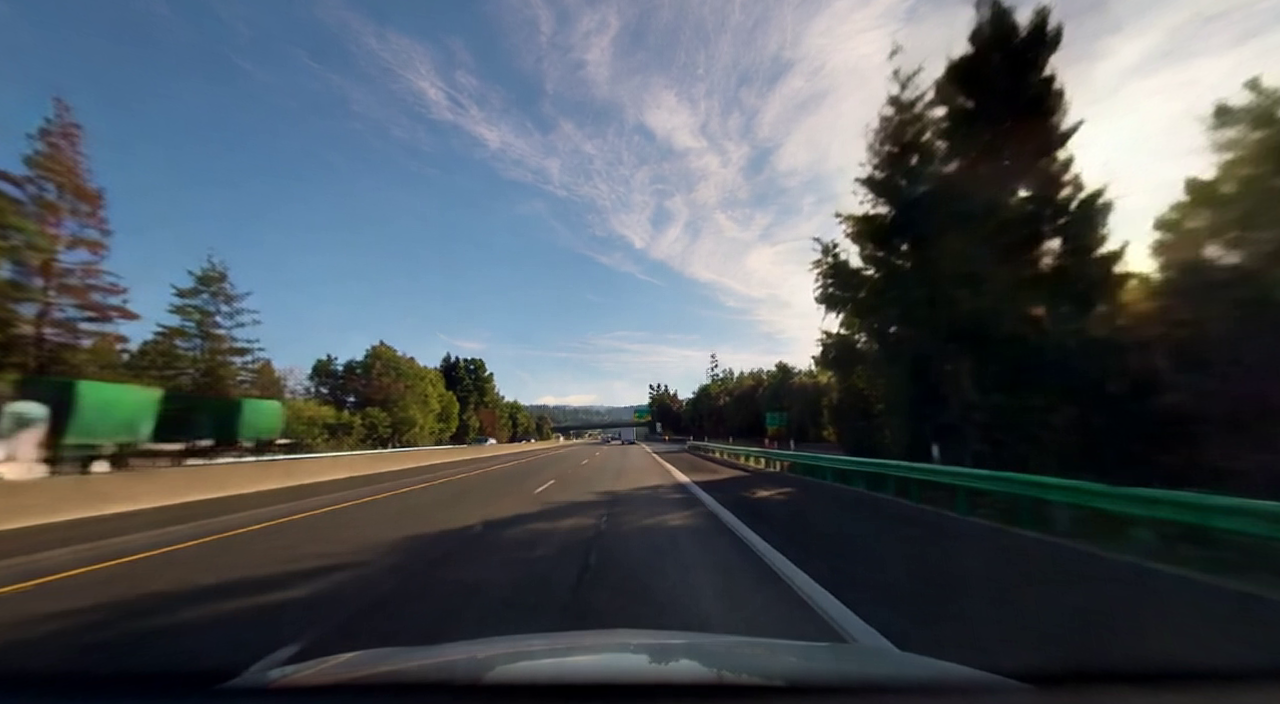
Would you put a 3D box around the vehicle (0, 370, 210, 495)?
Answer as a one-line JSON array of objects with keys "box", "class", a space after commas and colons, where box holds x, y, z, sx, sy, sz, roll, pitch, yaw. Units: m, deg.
[{"box": [-17.360, 2.577, 20.263, 2.903, 3.412, 5.821, 0, -7, -2], "class": "vehicle"}]
